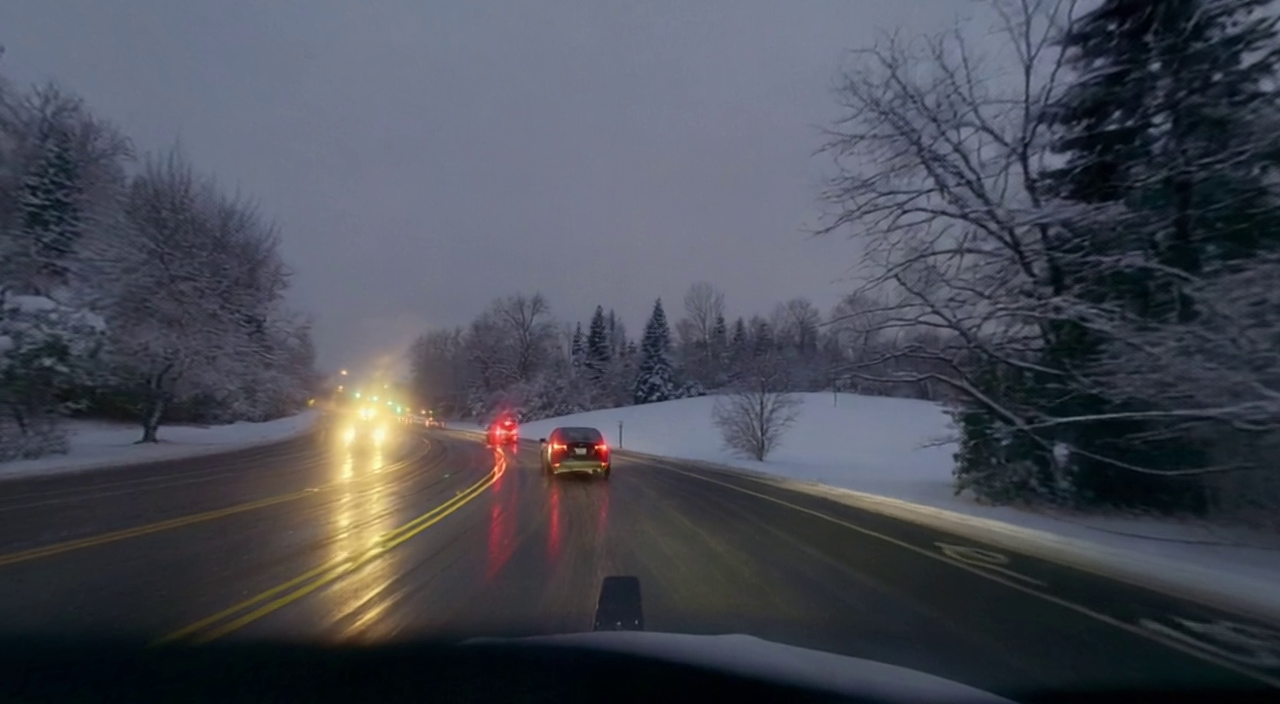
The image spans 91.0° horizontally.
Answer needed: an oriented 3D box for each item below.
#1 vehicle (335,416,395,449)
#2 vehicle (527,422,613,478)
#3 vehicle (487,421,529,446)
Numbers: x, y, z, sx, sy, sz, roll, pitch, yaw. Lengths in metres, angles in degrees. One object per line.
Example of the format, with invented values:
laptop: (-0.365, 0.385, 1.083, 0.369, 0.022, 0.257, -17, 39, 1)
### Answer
vehicle: (-13.596, 4.050, 31.362, 2.126, 1.493, 4.748, 2, -8, -17)
vehicle: (-2.237, 2.928, 19.095, 2.296, 1.510, 4.068, 1, -8, -10)
vehicle: (-8.763, 5.385, 41.484, 2.080, 1.530, 3.719, 3, -8, -22)
